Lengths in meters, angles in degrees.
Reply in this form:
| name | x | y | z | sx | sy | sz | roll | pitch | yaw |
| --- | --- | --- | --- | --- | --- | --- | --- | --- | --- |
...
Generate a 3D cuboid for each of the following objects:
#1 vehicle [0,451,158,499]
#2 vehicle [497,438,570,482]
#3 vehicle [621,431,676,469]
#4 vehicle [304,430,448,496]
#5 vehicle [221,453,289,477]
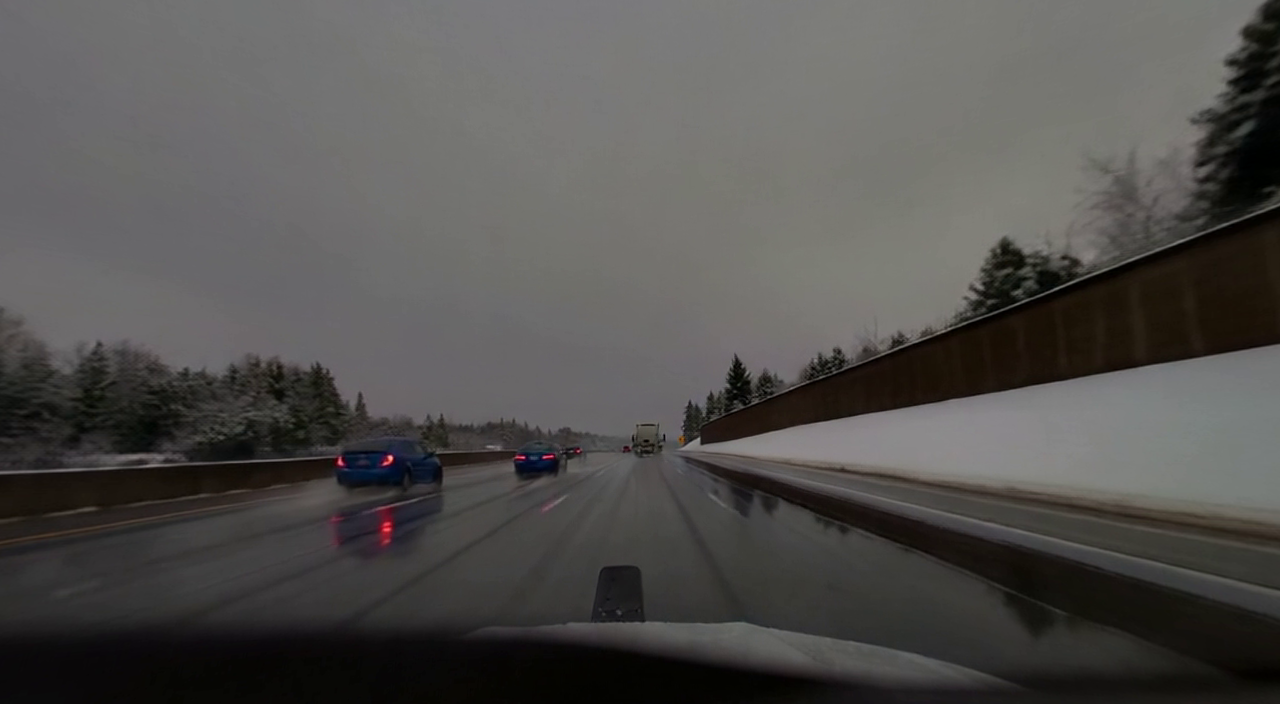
| name | x | y | z | sx | sy | sz | roll | pitch | yaw |
| --- | --- | --- | --- | --- | --- | --- | --- | --- | --- |
| vehicle | -20.893 | 4.529 | 23.597 | 1.886 | 1.543 | 4.774 | 0 | -8 | 0 |
| vehicle | -3.961 | 4.089 | 24.164 | 2.000 | 1.512 | 4.371 | 0 | -8 | 0 |
| vehicle | 0.422 | 5.528 | 35.572 | 2.856 | 1.994 | 4.931 | 0 | -8 | -1 |
| vehicle | -7.538 | 3.218 | 18.622 | 2.189 | 1.673 | 4.699 | 0 | -8 | 0 |
| vehicle | -27.881 | 8.188 | 45.781 | 1.864 | 1.548 | 4.753 | 0 | -8 | 0 |
